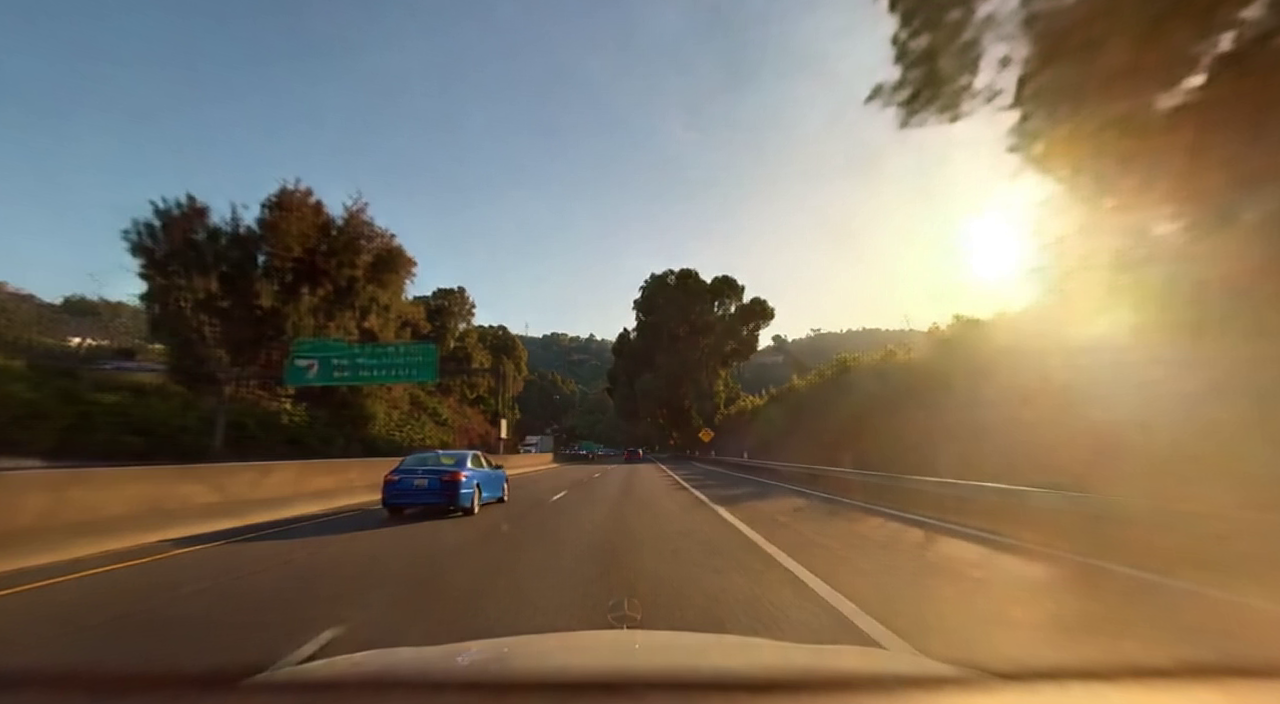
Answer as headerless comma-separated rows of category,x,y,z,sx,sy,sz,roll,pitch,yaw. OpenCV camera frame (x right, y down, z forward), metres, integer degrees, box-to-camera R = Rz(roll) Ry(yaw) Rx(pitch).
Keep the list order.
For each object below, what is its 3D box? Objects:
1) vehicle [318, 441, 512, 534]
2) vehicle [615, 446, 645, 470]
vehicle,-4.134,2.555,12.589,2.157,1.483,4.601,0,-9,0
vehicle,-0.638,7.485,44.695,2.011,1.590,3.607,0,-9,1
